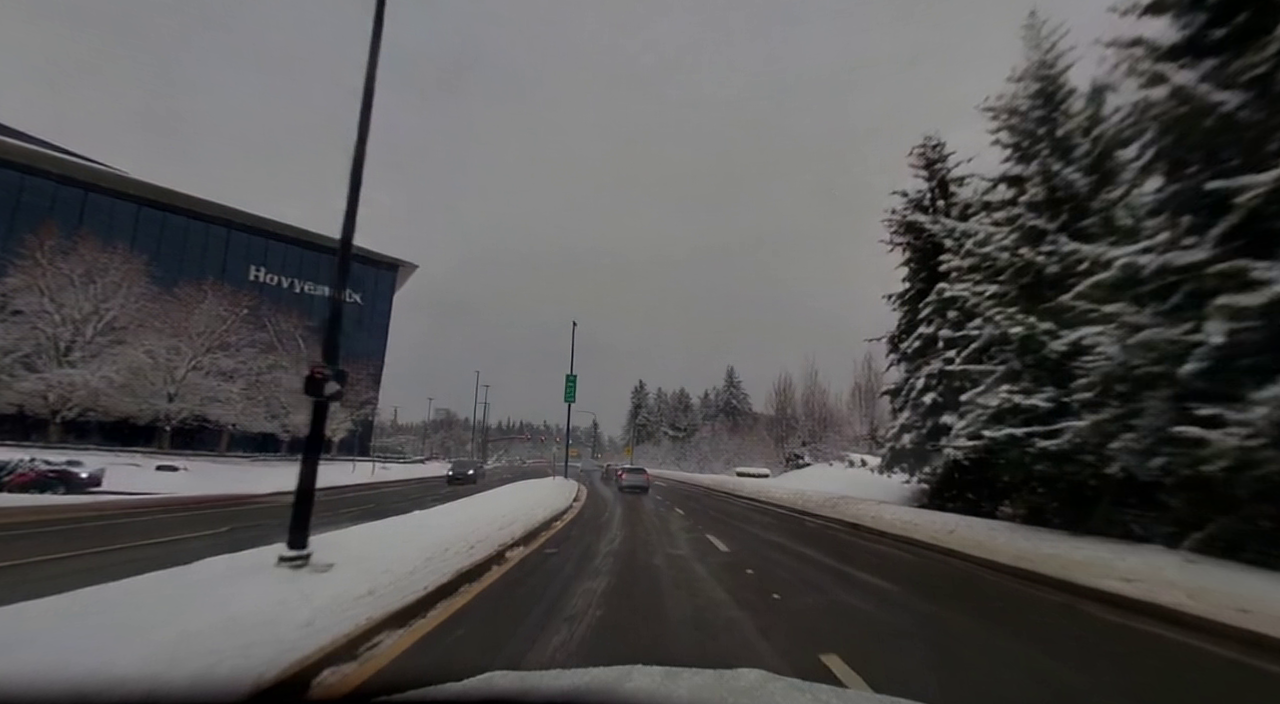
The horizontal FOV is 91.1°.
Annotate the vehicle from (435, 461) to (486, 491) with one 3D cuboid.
[{"bbox_3d":[-9.799,6.803,34.602,1.916,1.516,3.970,2,-10,-5],"label":"vehicle"}]

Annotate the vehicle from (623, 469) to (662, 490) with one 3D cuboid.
[{"bbox_3d":[0.114,7.609,37.526,1.775,1.186,2.933,3,-10,-11],"label":"vehicle"}]
